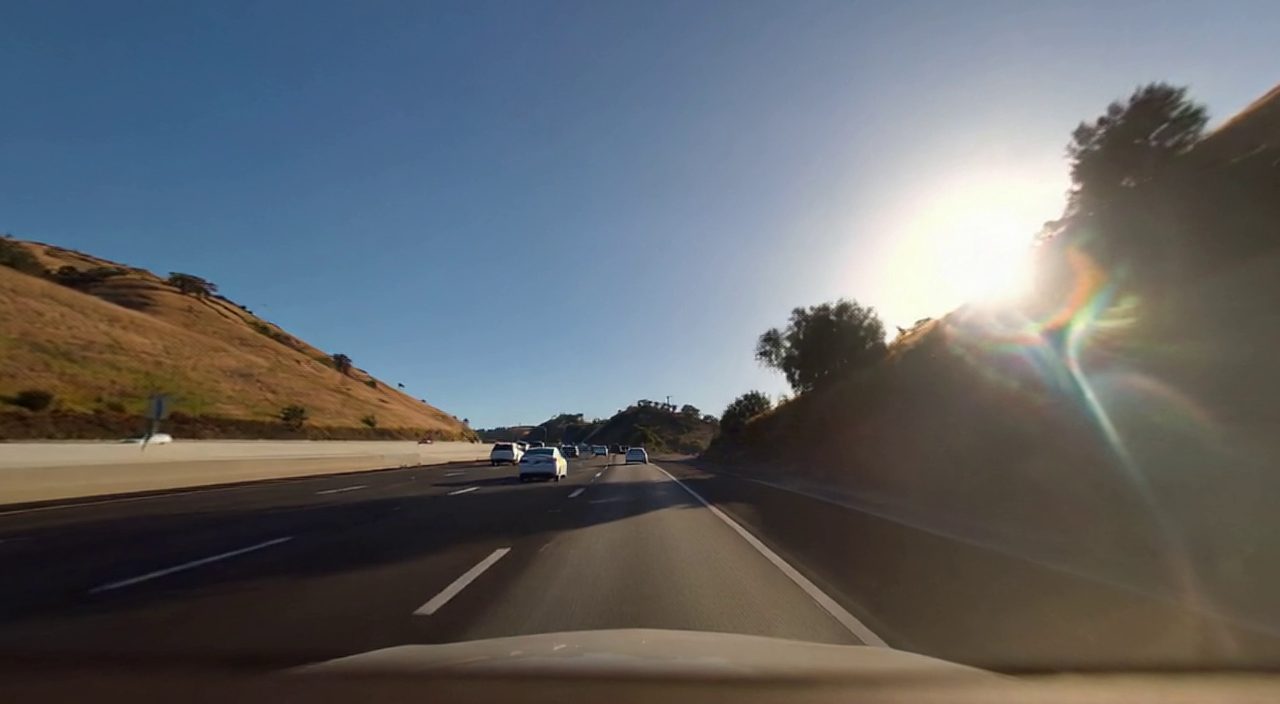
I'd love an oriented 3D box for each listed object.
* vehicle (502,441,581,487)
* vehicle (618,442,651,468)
[{"bbox_3d":[-3.531,4.111,23.492,2.080,1.505,4.649,-1,-8,1],"label":"vehicle"},{"bbox_3d":[-0.398,6.953,42.789,2.138,1.674,4.044,0,-8,-1],"label":"vehicle"}]
